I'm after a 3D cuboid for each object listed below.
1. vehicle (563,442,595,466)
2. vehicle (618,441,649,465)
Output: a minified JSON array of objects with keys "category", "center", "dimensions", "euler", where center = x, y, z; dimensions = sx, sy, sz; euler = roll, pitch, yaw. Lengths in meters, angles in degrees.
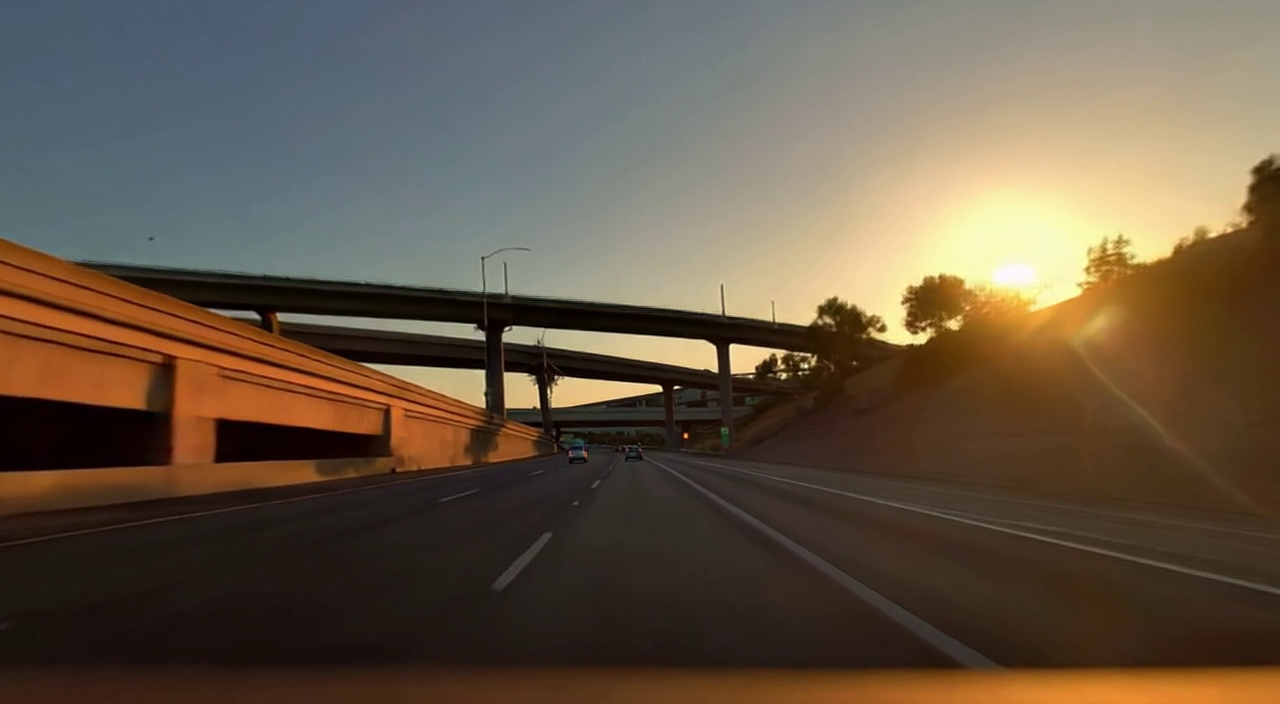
[{"category":"vehicle","center":[-4.385,7.403,46.139],"dimensions":[2.000,1.646,4.201],"euler":[0,-8,-1]},{"category":"vehicle","center":[-0.483,7.327,45.924],"dimensions":[2.132,1.657,3.967],"euler":[0,-8,-1]}]
